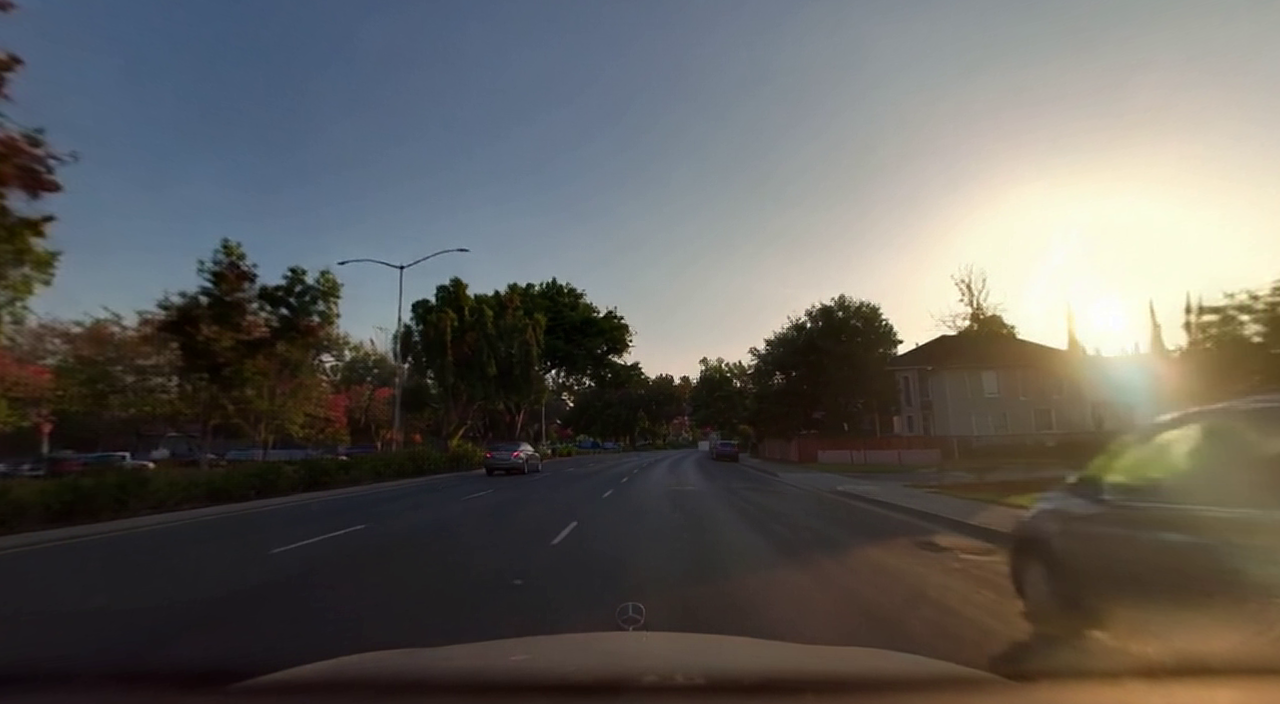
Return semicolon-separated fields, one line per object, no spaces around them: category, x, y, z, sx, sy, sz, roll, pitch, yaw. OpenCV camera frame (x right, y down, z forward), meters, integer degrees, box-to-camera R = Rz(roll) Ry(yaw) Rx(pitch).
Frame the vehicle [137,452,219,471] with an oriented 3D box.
vehicle;-35.731;8.491;48.817;4.690;1.435;1.908;2;-10;-8

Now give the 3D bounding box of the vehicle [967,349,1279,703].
vehicle;3.659;0.864;2.704;2.064;1.697;4.718;0;-8;1

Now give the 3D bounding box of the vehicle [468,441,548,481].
vehicle;-5.186;4.343;25.445;2.060;1.473;4.645;0;-8;2

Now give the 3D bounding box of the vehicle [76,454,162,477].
vehicle;-34.553;7.503;41.885;3.856;1.439;1.884;2;-9;-13
